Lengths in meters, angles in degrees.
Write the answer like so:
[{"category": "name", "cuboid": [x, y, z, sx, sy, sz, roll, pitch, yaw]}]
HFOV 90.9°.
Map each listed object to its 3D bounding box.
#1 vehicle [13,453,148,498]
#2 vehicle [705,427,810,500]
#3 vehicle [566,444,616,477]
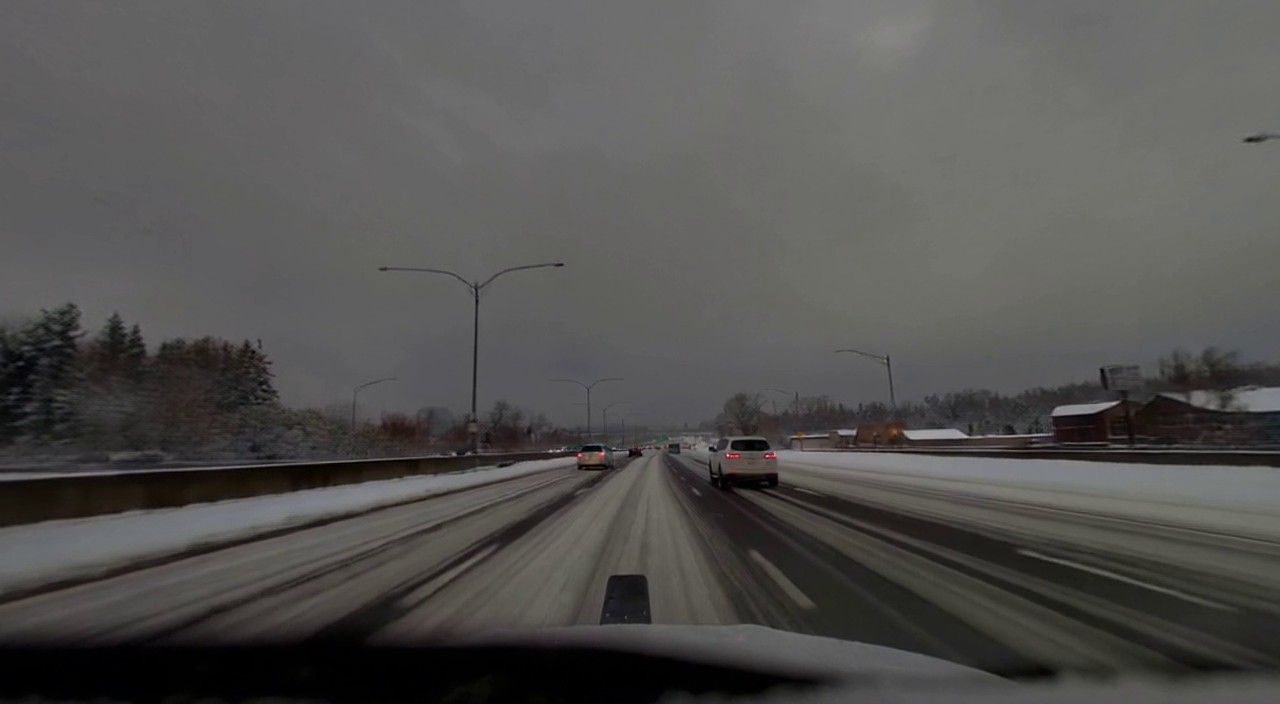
[{"category": "vehicle", "cuboid": [-18.665, 4.095, 21.209, 1.462, 1.353, 3.281, 0, -9, 1]}, {"category": "vehicle", "cuboid": [3.296, 3.263, 18.760, 2.148, 1.852, 4.835, 0, -9, 0]}, {"category": "vehicle", "cuboid": [-2.437, 5.575, 32.625, 2.080, 1.542, 4.718, -1, -9, 2]}]
